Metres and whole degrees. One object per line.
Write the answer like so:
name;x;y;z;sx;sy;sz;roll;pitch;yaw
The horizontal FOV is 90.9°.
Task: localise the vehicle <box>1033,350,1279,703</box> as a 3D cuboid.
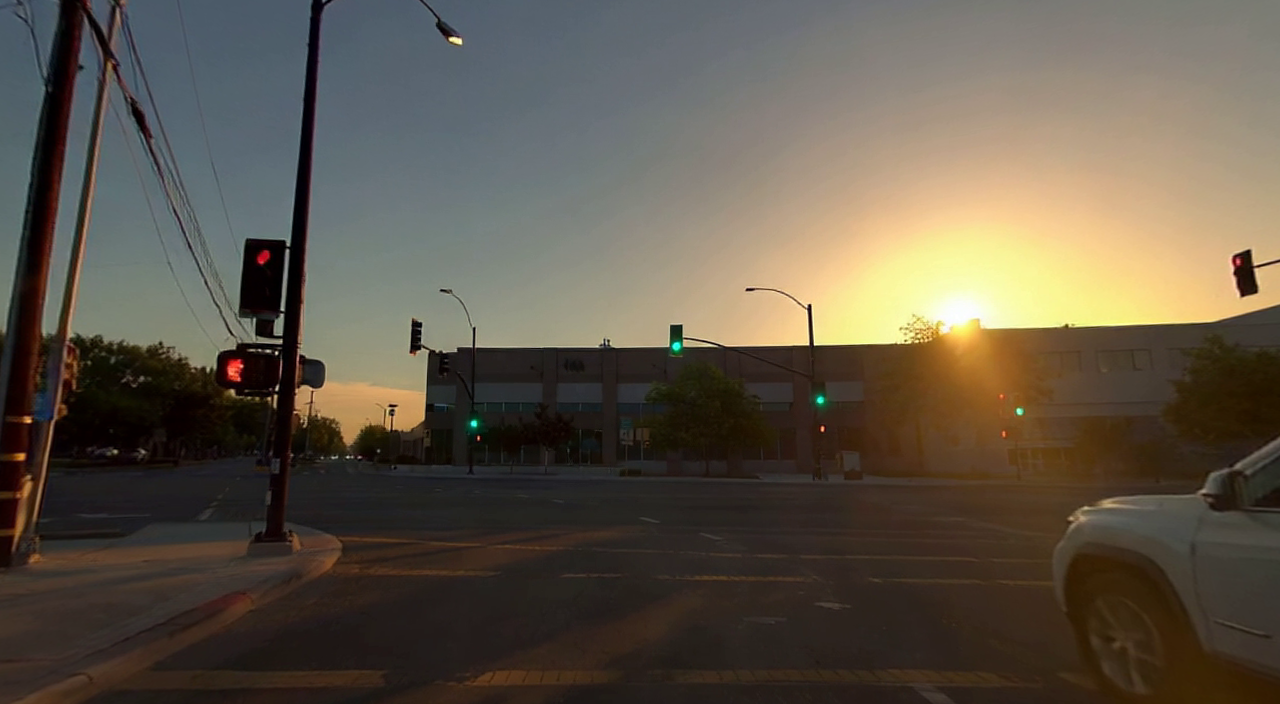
vehicle;3.096;0.704;1.322;1.938;1.648;4.211;-1;-8;3
